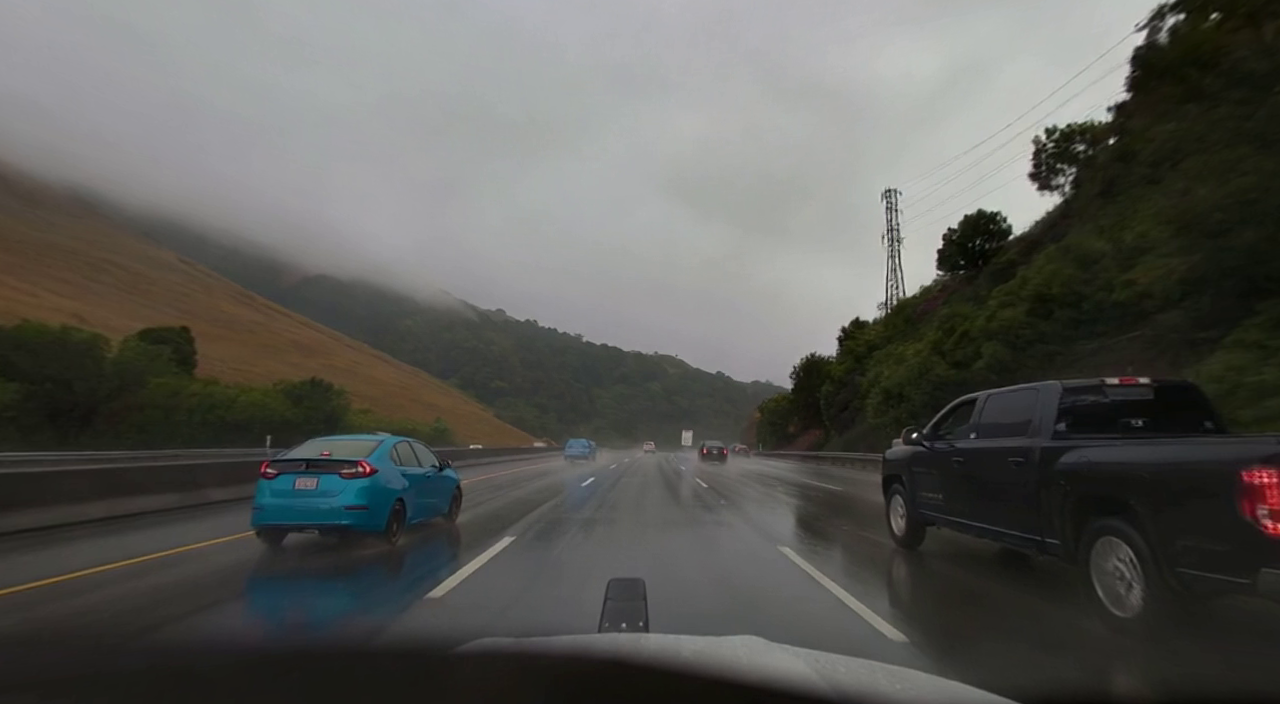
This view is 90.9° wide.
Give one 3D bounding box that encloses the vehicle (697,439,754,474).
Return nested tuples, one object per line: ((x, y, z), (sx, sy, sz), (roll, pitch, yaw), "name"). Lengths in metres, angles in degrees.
((3.934, 4.880, 29.646), (2.046, 1.471, 4.333), (0, -8, 0), "vehicle")

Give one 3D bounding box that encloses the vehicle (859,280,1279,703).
((3.551, 0.991, 4.512), (2.098, 1.925, 5.171), (0, -8, 0), "vehicle")

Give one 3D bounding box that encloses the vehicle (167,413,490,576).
((-3.711, 1.786, 8.722), (2.113, 1.636, 4.494), (0, -8, 1), "vehicle")

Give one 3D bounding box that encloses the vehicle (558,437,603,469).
((-3.304, 5.709, 35.841), (2.021, 1.679, 4.310), (-1, -8, 2), "vehicle")
